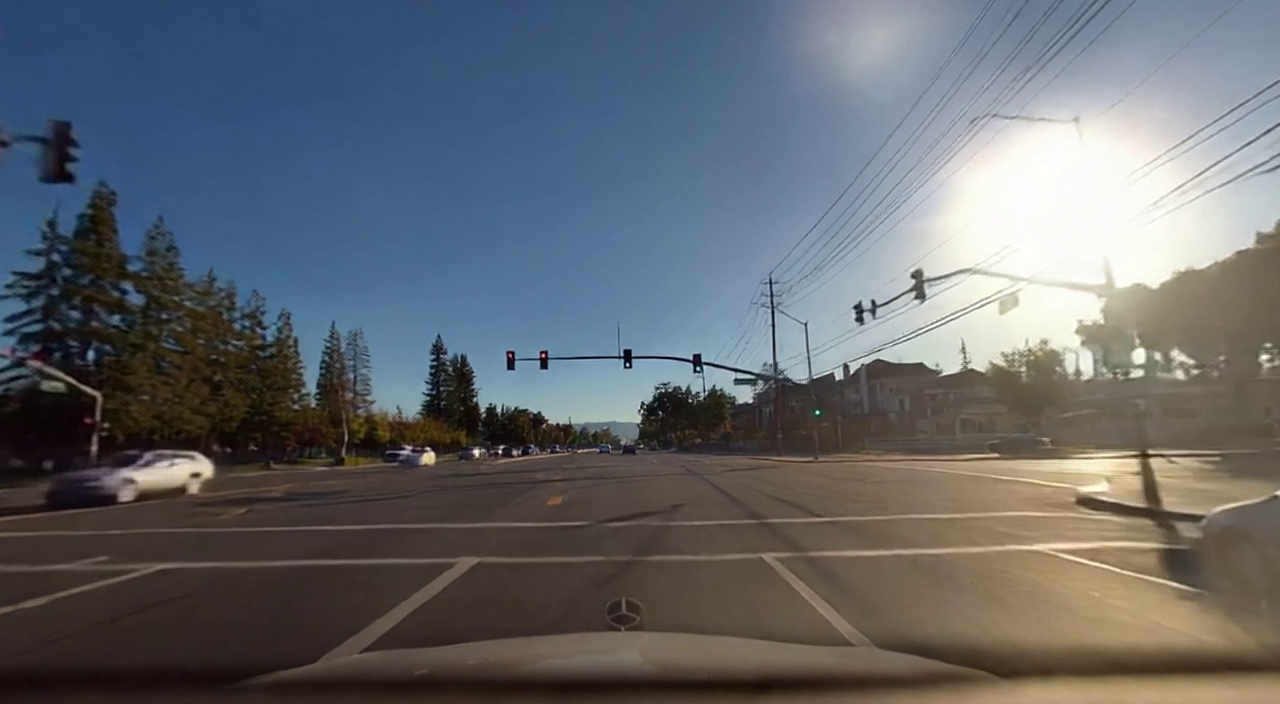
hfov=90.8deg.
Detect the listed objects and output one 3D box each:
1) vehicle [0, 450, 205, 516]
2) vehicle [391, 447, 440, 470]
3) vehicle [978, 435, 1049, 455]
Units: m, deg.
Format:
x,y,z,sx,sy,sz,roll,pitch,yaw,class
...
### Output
x,y,z,sx,sy,sz,roll,pitch,yaw,class
-14.644,3.474,17.384,2.013,1.503,4.682,0,-8,-1,vehicle
-15.568,7.371,44.043,1.891,1.484,4.441,0,-8,-1,vehicle
28.030,6.995,47.584,4.439,1.454,1.842,-5,-10,27,vehicle
